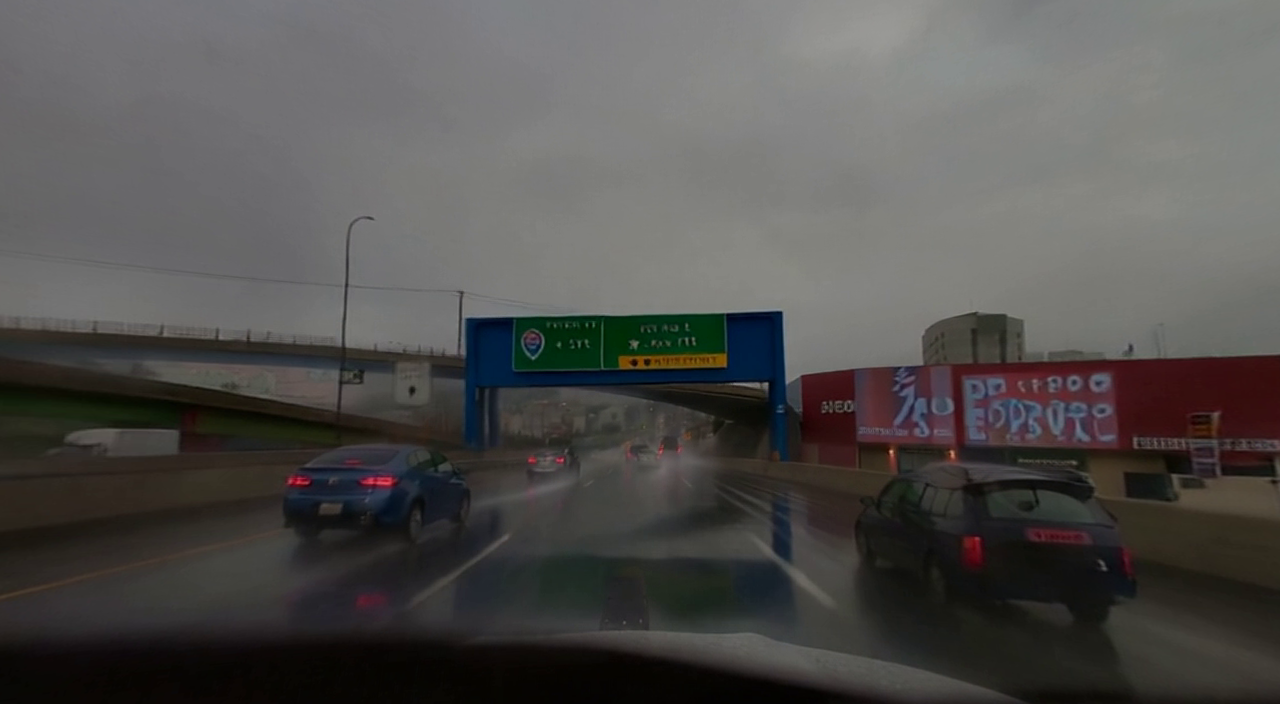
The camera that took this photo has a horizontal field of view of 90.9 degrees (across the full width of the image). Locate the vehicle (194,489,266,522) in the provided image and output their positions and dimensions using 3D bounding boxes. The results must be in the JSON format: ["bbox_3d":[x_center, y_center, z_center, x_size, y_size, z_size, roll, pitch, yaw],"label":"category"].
[{"bbox_3d":[-32.005,11.972,49.475,2.018,2.023,5.545,-1,-8,-2],"label":"vehicle"}]

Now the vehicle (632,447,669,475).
[{"bbox_3d":[0.538,5.911,34.400,1.877,1.386,3.872,0,-8,0],"label":"vehicle"}]

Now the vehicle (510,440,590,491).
[{"bbox_3d":[-3.001,3.905,22.037,2.064,1.589,4.213,0,-8,1],"label":"vehicle"}]
